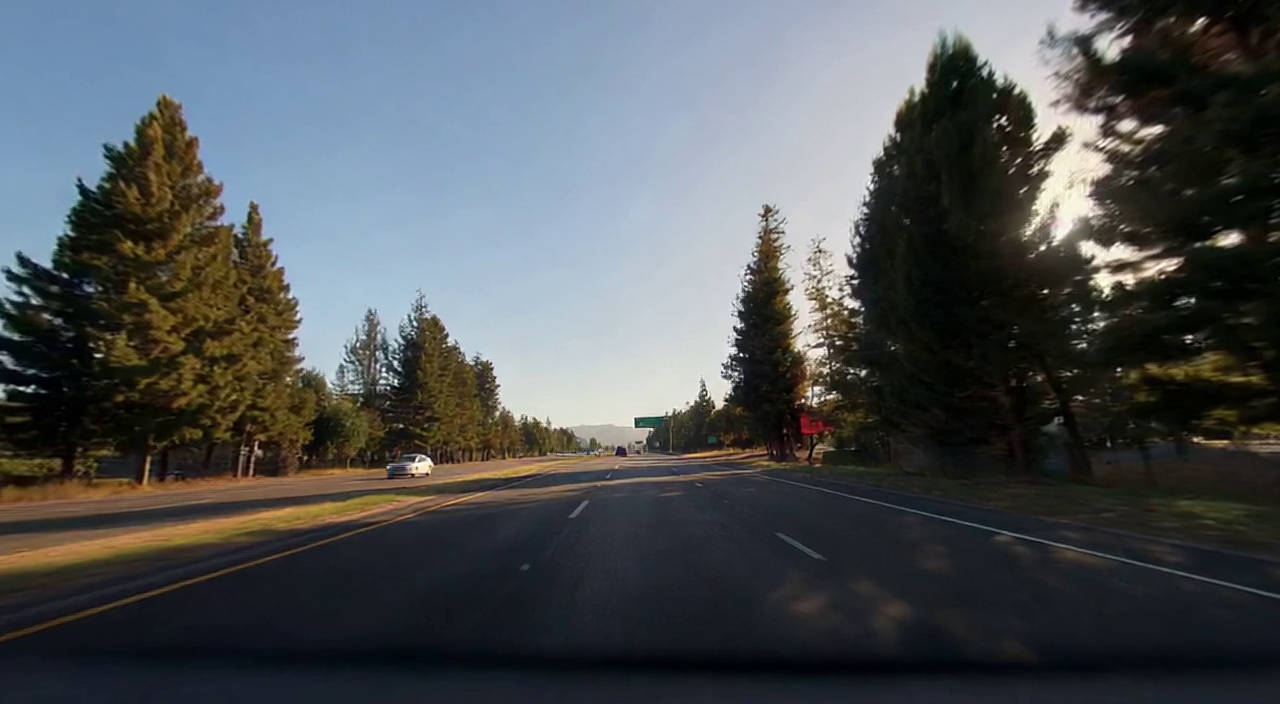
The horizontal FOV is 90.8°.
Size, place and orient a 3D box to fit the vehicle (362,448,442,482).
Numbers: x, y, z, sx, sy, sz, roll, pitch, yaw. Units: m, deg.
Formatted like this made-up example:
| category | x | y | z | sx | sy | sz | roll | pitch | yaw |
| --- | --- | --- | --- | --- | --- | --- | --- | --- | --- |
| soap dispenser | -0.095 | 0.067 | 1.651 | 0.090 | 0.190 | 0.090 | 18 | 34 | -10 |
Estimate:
| category | x | y | z | sx | sy | sz | roll | pitch | yaw |
| --- | --- | --- | --- | --- | --- | --- | --- | --- | --- |
| vehicle | -11.295 | 5.384 | 30.399 | 2.087 | 1.455 | 4.585 | 0 | -9 | 0 |
